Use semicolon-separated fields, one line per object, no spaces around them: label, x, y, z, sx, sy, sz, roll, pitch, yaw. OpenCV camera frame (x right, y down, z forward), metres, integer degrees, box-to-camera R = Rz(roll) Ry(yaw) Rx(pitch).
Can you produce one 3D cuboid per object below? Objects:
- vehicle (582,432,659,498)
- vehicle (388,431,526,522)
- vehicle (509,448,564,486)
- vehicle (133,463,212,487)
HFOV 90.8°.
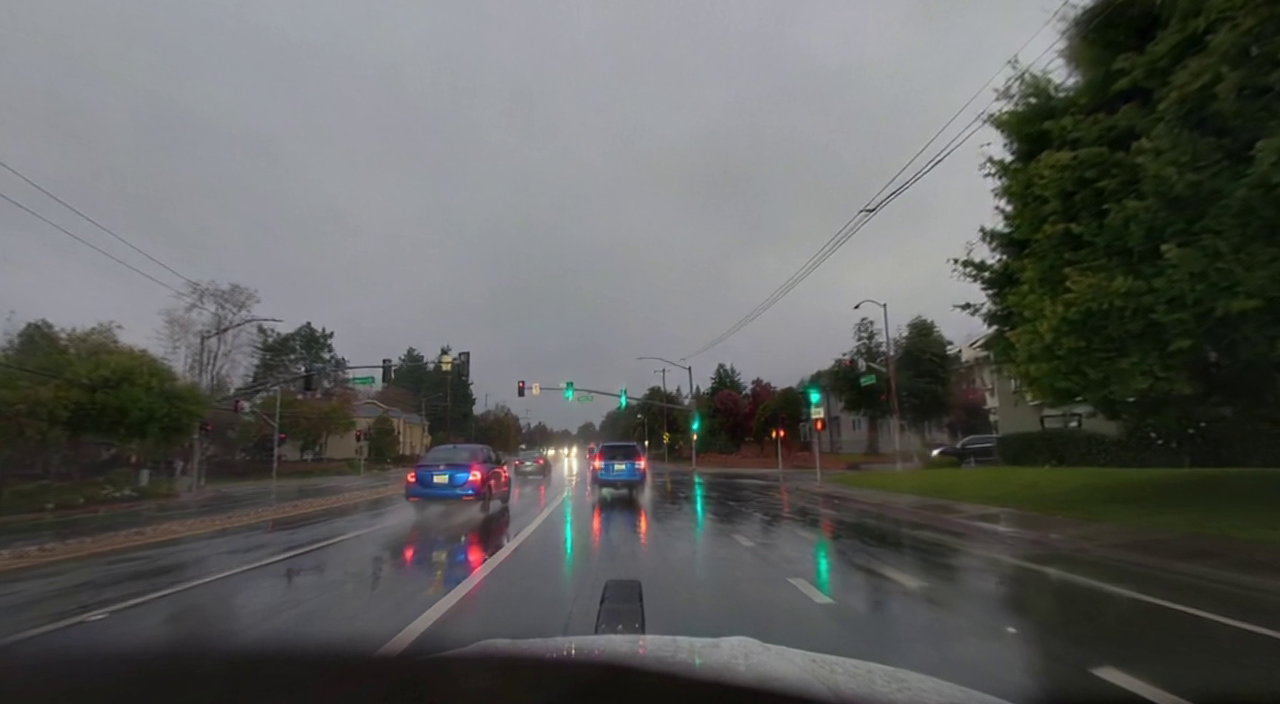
vehicle;-0.628;3.500;19.903;2.155;1.836;4.250;0;-9;-2
vehicle;-3.806;2.653;13.966;1.899;1.685;4.121;0;-9;-1
vehicle;-4.365;4.889;27.228;1.863;1.449;4.153;1;-9;-3
vehicle;-35.713;9.376;48.325;4.533;1.738;2.151;-1;-9;10
